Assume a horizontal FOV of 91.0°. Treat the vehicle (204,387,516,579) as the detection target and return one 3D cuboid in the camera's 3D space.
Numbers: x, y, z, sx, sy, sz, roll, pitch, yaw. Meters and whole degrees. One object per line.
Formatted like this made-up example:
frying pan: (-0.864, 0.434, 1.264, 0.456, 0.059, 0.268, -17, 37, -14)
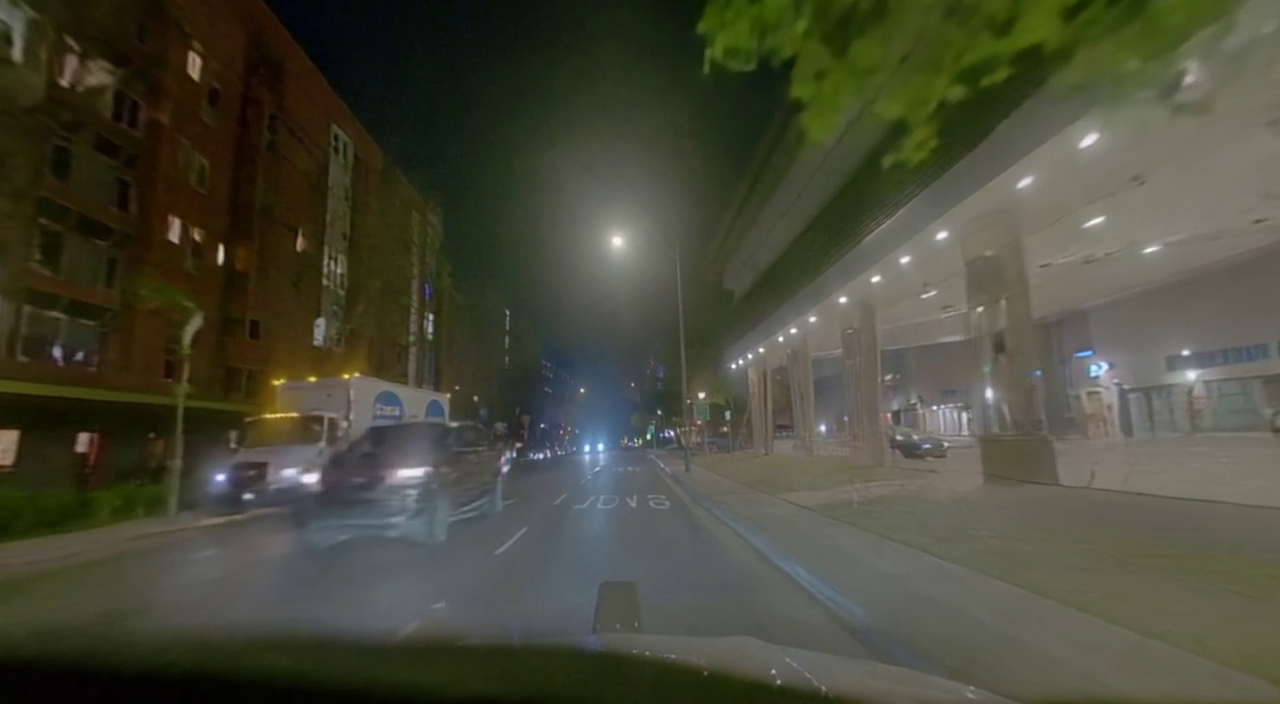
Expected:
vehicle: (-3.188, 1.614, 8.528, 2.118, 1.864, 4.640, 0, -8, -1)
